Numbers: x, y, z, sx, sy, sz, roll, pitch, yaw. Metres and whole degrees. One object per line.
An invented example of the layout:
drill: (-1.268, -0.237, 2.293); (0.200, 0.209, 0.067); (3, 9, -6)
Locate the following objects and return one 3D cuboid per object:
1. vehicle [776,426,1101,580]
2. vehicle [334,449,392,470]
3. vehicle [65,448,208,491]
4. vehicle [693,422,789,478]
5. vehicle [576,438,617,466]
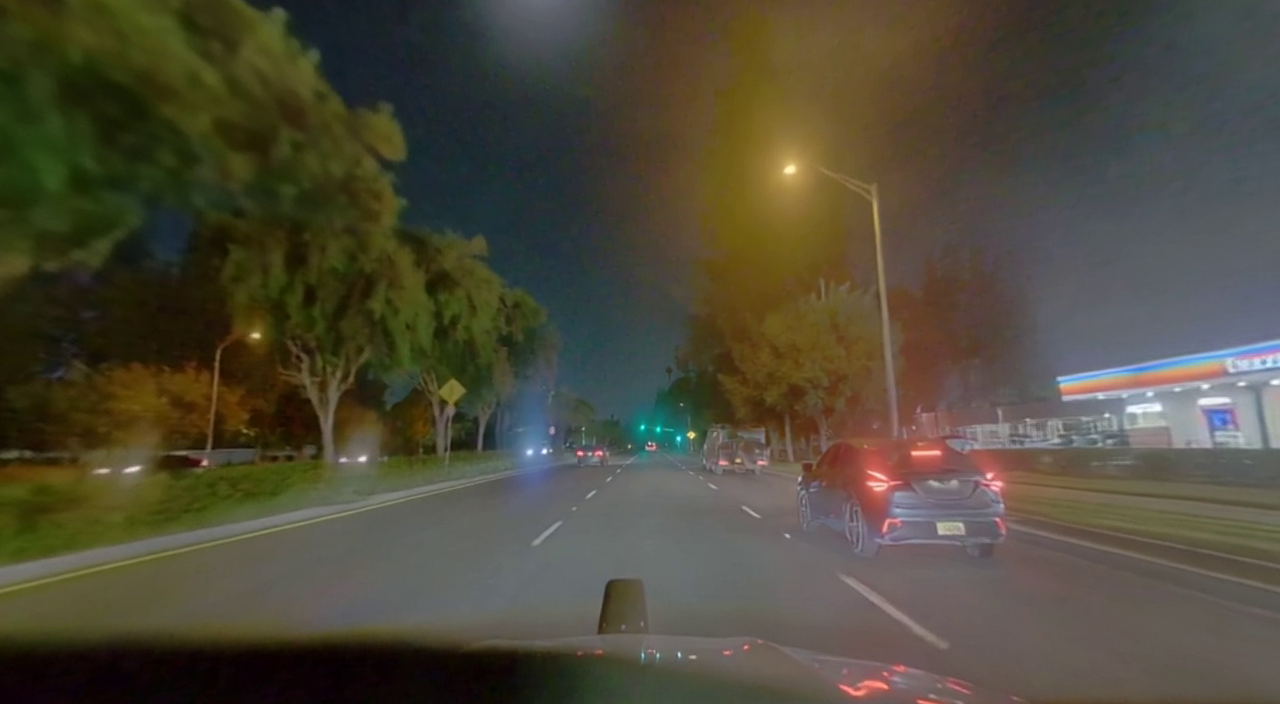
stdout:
vehicle: (3.407, 1.813, 8.510); (2.095, 1.475, 4.686); (0, -8, 0)
vehicle: (-20.776, 8.049, 47.447); (2.222, 1.472, 4.563); (0, -8, 1)
vehicle: (-21.775, 5.046, 27.579); (2.106, 1.660, 4.699); (-1, -8, 5)
vehicle: (4.218, 4.303, 27.952); (3.245, 2.199, 6.295); (0, -8, 0)
vehicle: (-2.801, 6.538, 41.329); (2.250, 1.713, 4.422); (0, -8, 2)
